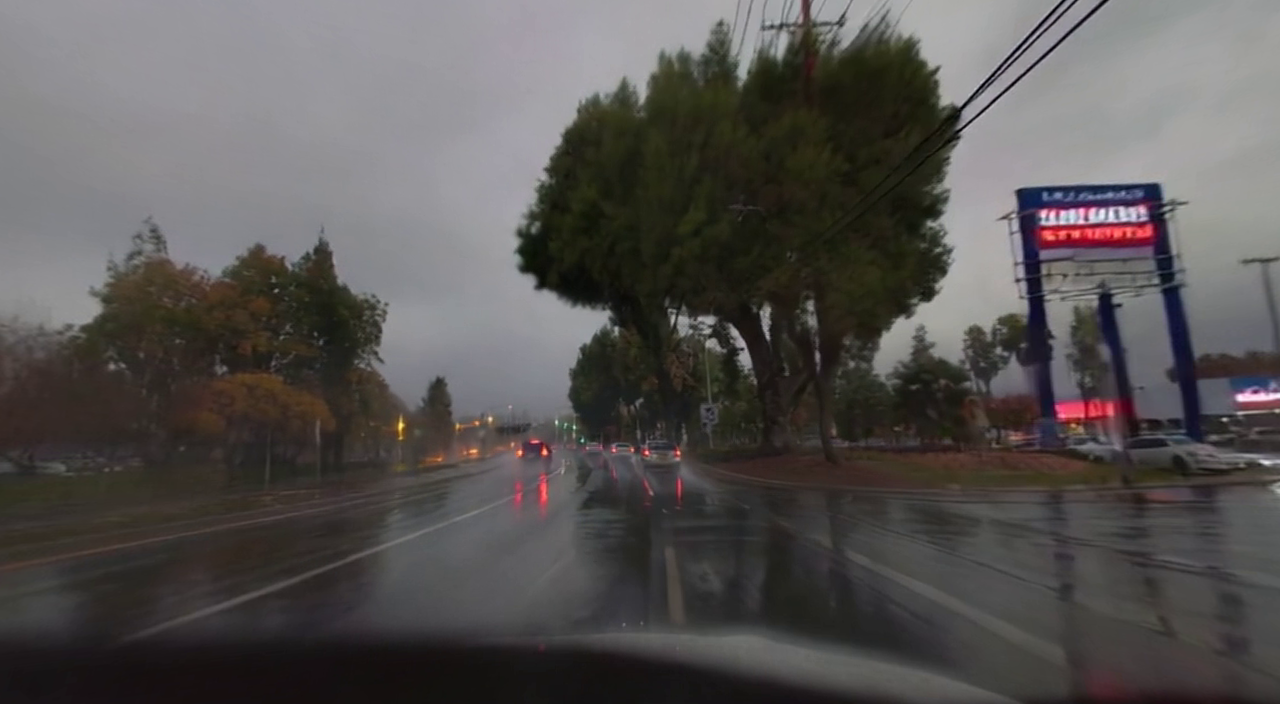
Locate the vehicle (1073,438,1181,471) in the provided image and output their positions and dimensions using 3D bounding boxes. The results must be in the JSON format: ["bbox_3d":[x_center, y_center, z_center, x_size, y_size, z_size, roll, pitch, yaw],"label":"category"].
[{"bbox_3d":[27.452,5.812,35.723,4.350,1.447,1.696,-7,-10,14],"label":"vehicle"}]

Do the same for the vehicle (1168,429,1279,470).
[{"bbox_3d":[25.359,4.103,26.233,4.834,1.495,1.785,1,-9,12],"label":"vehicle"}]

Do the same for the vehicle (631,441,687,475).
[{"bbox_3d":[0.791,4.947,29.717,2.130,1.476,4.453,1,-8,-4],"label":"vehicle"}]

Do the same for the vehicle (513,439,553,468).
[{"bbox_3d":[-6.955,6.642,41.347,2.195,1.752,4.515,1,-8,-5],"label":"vehicle"}]
